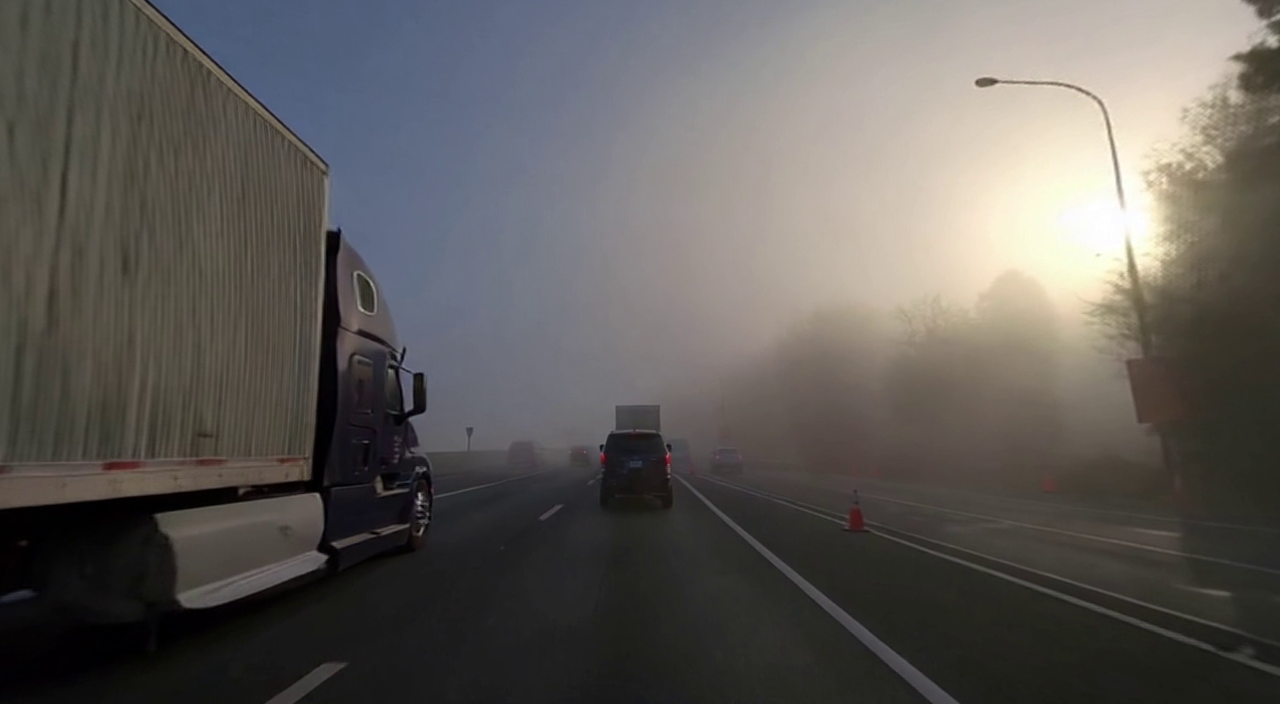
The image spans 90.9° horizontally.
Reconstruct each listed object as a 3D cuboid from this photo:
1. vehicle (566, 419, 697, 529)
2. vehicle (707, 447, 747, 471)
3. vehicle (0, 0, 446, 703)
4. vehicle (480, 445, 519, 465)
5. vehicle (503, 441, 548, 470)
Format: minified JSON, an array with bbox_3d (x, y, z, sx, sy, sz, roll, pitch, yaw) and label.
[{"bbox_3d":[-0.155,2.310,12.394,2.152,1.779,3.924,0,-9,0],"label":"vehicle"},{"bbox_3d":[5.615,6.966,41.289,1.918,1.479,4.571,0,-9,-1],"label":"vehicle"},{"bbox_3d":[-3.827,0.043,3.036,2.990,3.885,8.243,0,-9,1],"label":"vehicle"},{"bbox_3d":[-11.019,8.091,49.647,1.985,1.496,4.583,0,-9,0],"label":"vehicle"},{"bbox_3d":[-7.091,6.473,39.537,1.950,1.716,4.436,0,-9,1],"label":"vehicle"}]
